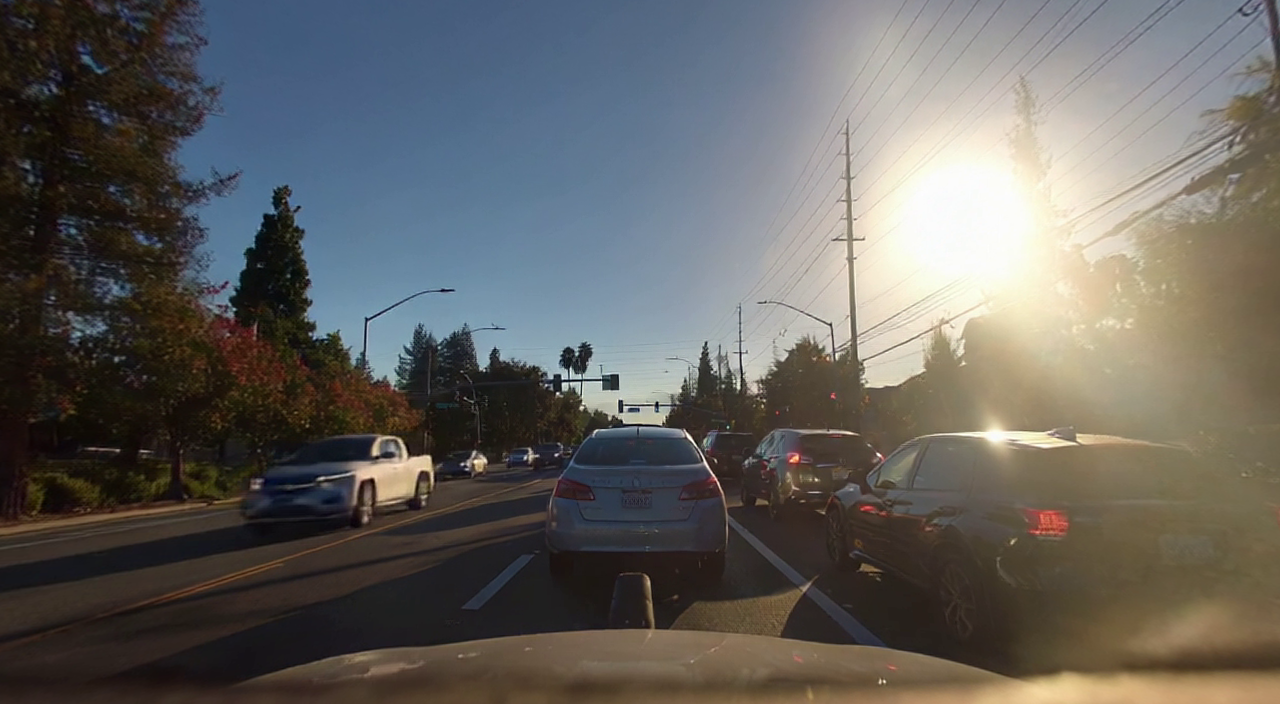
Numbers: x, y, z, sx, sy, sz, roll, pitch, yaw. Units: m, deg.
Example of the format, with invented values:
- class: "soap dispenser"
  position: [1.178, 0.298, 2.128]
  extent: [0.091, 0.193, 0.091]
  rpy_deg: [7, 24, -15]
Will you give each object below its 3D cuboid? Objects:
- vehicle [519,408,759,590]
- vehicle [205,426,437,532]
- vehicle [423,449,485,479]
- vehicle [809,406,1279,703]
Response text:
- class: "vehicle"
  position: [0.008, 1.663, 7.924]
  extent: [2.200, 1.653, 4.127]
  rpy_deg: [0, -8, 1]
- class: "vehicle"
  position: [-6.147, 2.495, 13.022]
  extent: [2.253, 1.751, 4.700]
  rpy_deg: [0, -8, 1]
- class: "vehicle"
  position: [-9.709, 5.871, 33.286]
  extent: [1.921, 1.471, 4.137]
  rpy_deg: [0, -8, 1]
- class: "vehicle"
  position: [2.900, 1.306, 4.985]
  extent: [1.950, 1.487, 4.275]
  rpy_deg: [0, -8, 0]
